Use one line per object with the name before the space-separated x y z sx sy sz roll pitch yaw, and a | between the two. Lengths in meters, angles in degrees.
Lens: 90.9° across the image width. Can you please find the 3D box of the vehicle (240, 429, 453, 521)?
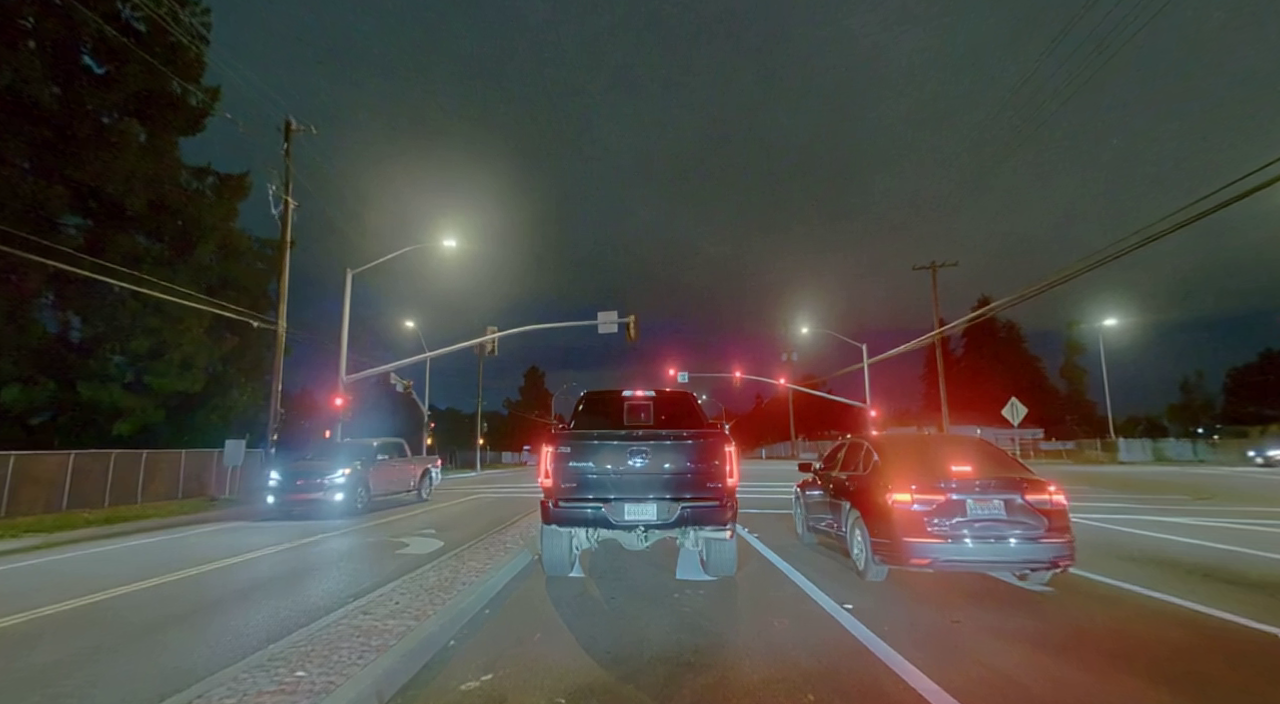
vehicle | -7.223 3.064 16.427 2.455 1.971 5.329 -1 -9 7

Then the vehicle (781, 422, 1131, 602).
vehicle | 3.105 1.644 7.372 1.993 1.495 4.060 0 -8 0

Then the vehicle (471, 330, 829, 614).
vehicle | 0.098 1.395 8.201 2.831 2.284 6.149 0 -8 0
